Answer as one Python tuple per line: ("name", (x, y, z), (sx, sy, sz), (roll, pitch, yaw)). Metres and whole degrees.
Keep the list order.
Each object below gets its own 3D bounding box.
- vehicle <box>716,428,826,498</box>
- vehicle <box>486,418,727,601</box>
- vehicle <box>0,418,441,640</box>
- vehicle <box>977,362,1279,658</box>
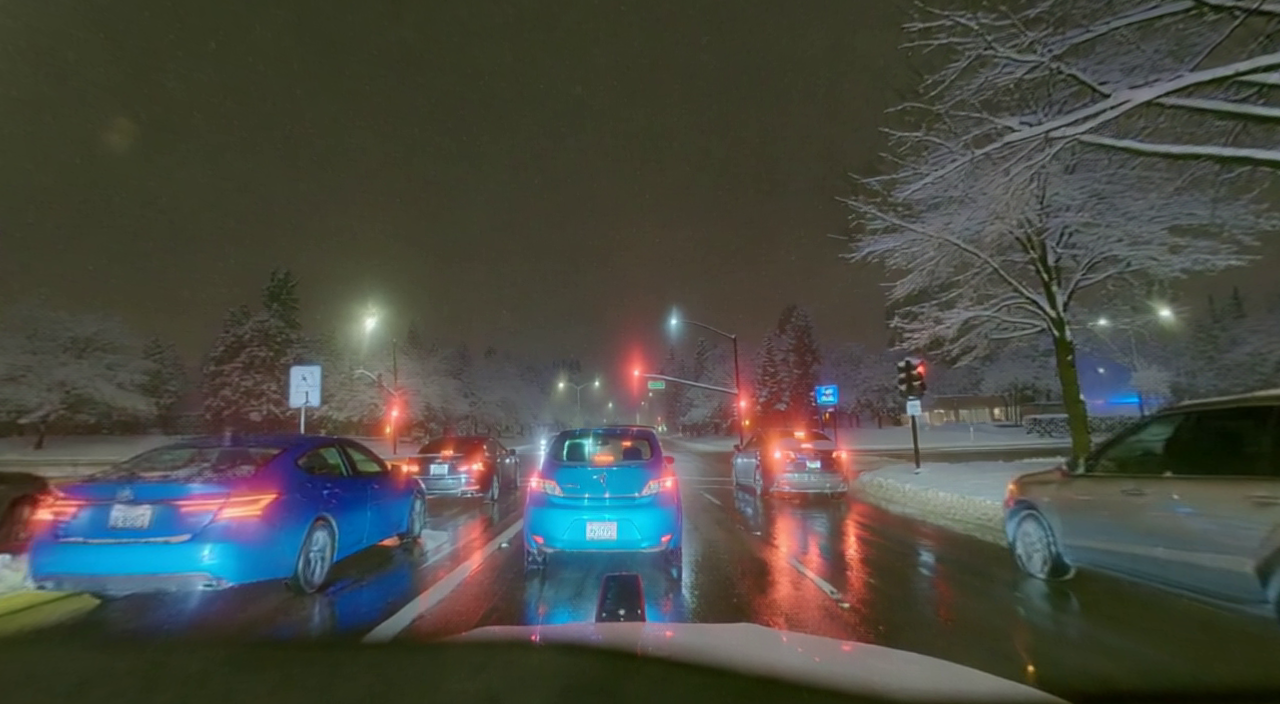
("vehicle", (3.445, 3.008, 17.513), (2.028, 1.678, 4.220), (0, -8, -2))
("vehicle", (-0.345, 1.645, 7.535), (2.045, 1.533, 4.183), (0, -8, -2))
("vehicle", (-3.802, 1.525, 6.544), (2.074, 1.485, 4.395), (0, -8, 0))
("vehicle", (4.807, 1.061, 4.600), (2.038, 1.750, 4.535), (0, -8, -2))
